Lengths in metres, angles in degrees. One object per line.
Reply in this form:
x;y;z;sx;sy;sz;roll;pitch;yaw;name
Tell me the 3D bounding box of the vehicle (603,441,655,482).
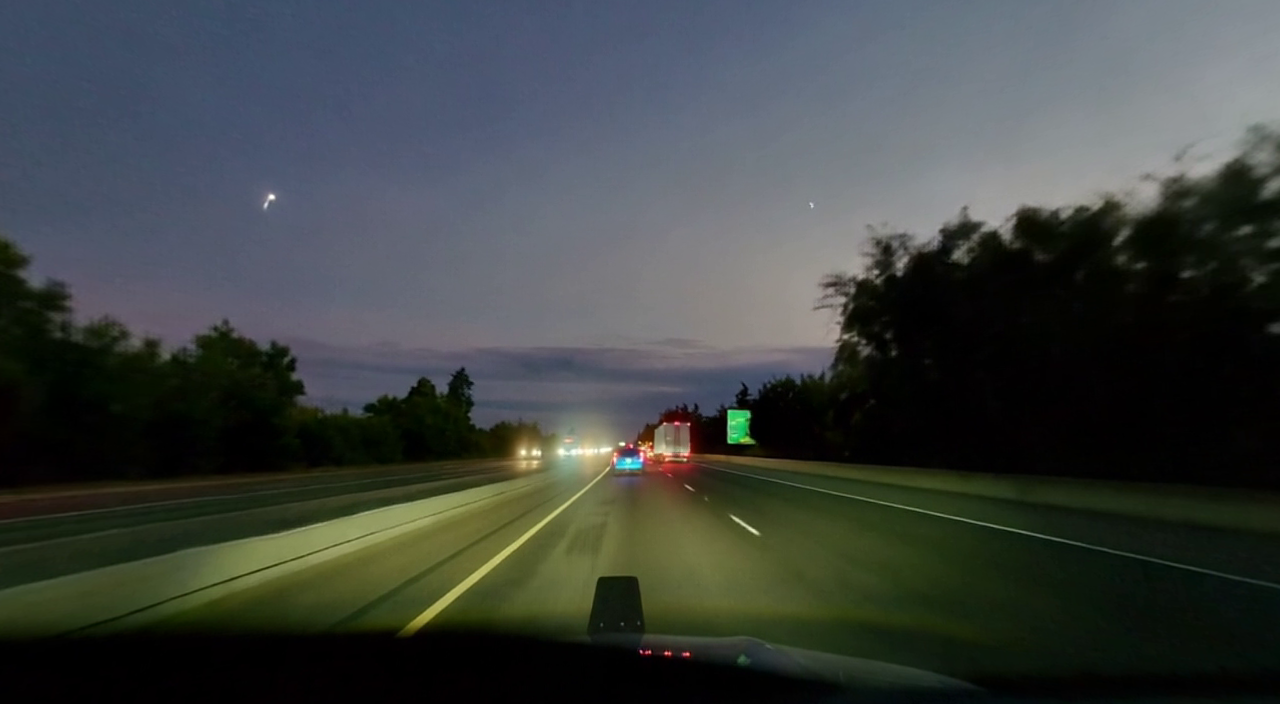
-0.482;4.951;28.771;2.190;1.706;4.062;0;-9;-1;vehicle
